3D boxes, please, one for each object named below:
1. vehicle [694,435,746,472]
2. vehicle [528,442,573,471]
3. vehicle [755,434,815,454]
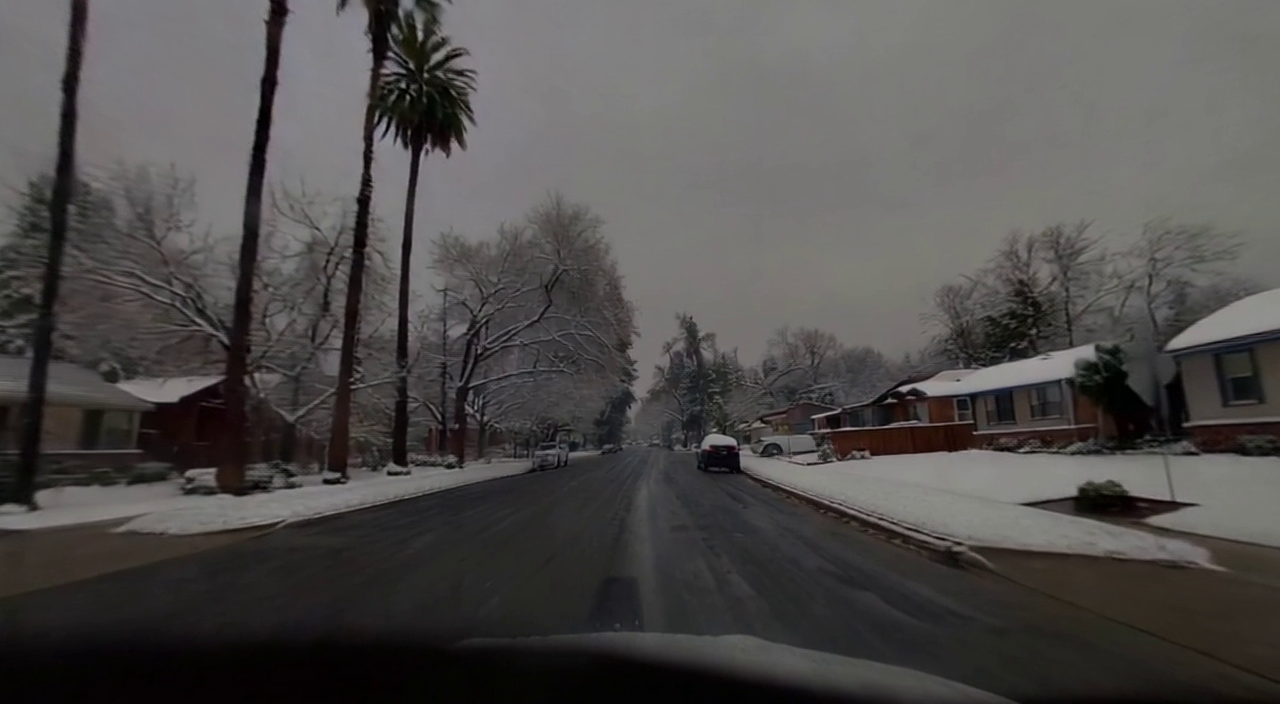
[{"bbox_3d":[4.058,5.267,32.802,2.176,1.762,4.622,0,-8,1],"label":"vehicle"},{"bbox_3d":[-5.510,6.515,39.393,2.005,1.706,4.428,-1,-8,2],"label":"vehicle"},{"bbox_3d":[11.152,7.089,48.663,4.153,1.481,1.865,0,-9,1],"label":"vehicle"}]
